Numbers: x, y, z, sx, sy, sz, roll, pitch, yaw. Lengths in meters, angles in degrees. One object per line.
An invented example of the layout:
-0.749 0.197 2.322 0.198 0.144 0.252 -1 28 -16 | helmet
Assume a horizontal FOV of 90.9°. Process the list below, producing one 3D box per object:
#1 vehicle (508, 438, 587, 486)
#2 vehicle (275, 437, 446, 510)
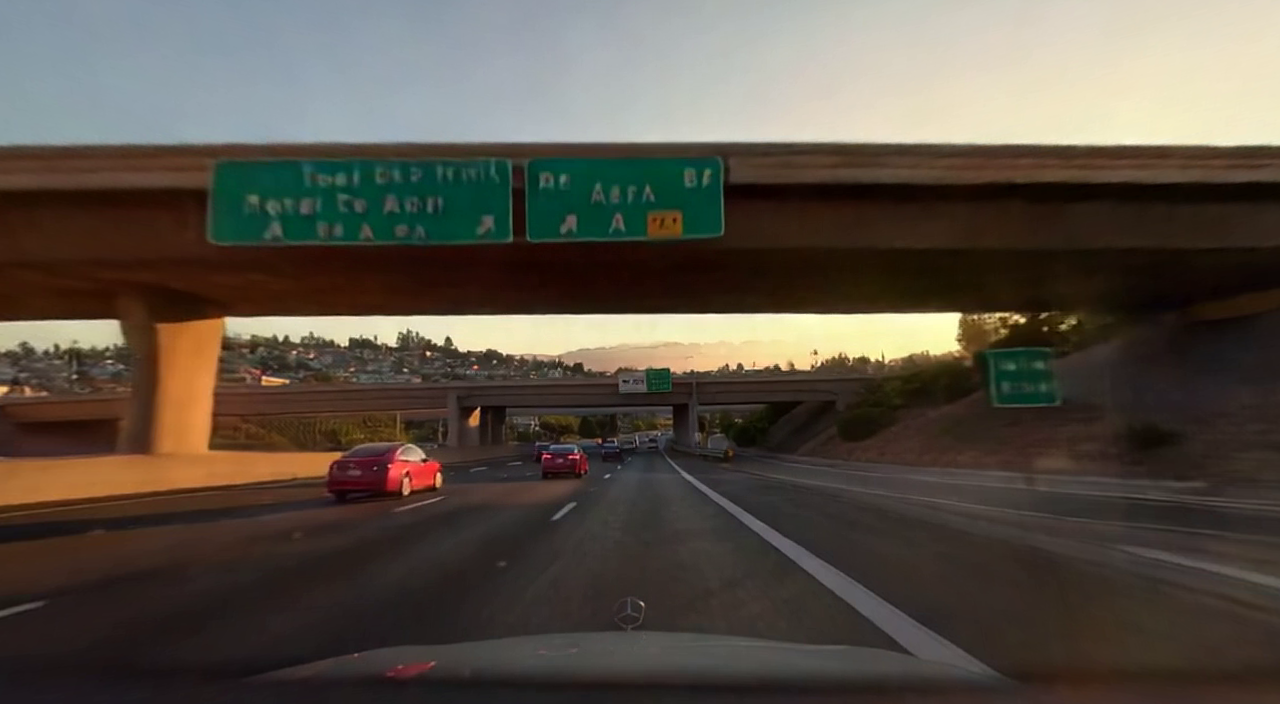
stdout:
-3.336 4.095 23.790 2.210 1.628 4.586 0 -9 1 | vehicle
-6.807 2.993 16.093 2.069 1.551 4.830 0 -9 1 | vehicle
